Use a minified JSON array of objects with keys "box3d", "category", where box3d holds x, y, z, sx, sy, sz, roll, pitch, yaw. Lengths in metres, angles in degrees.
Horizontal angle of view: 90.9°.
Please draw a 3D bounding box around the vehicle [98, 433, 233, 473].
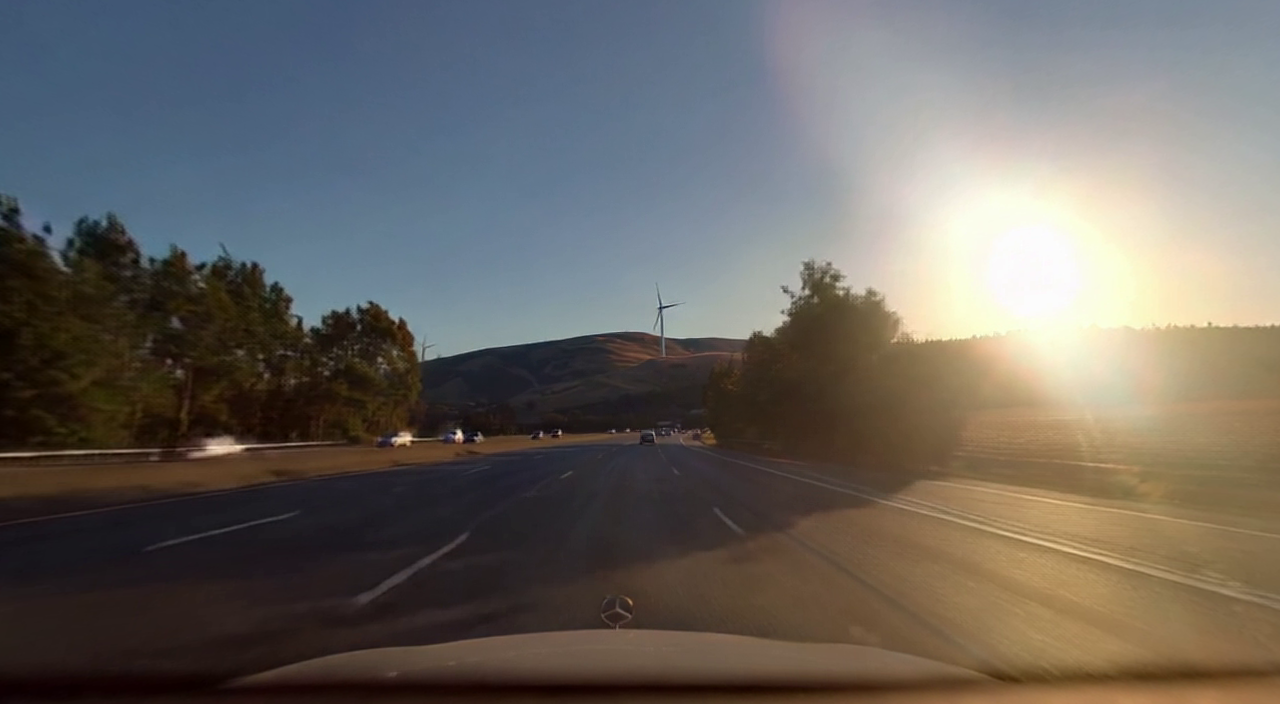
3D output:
[{"box3d":[-19.825,4.197,26.649,2.013,1.505,4.712,0,-8,0],"category":"vehicle"}]
